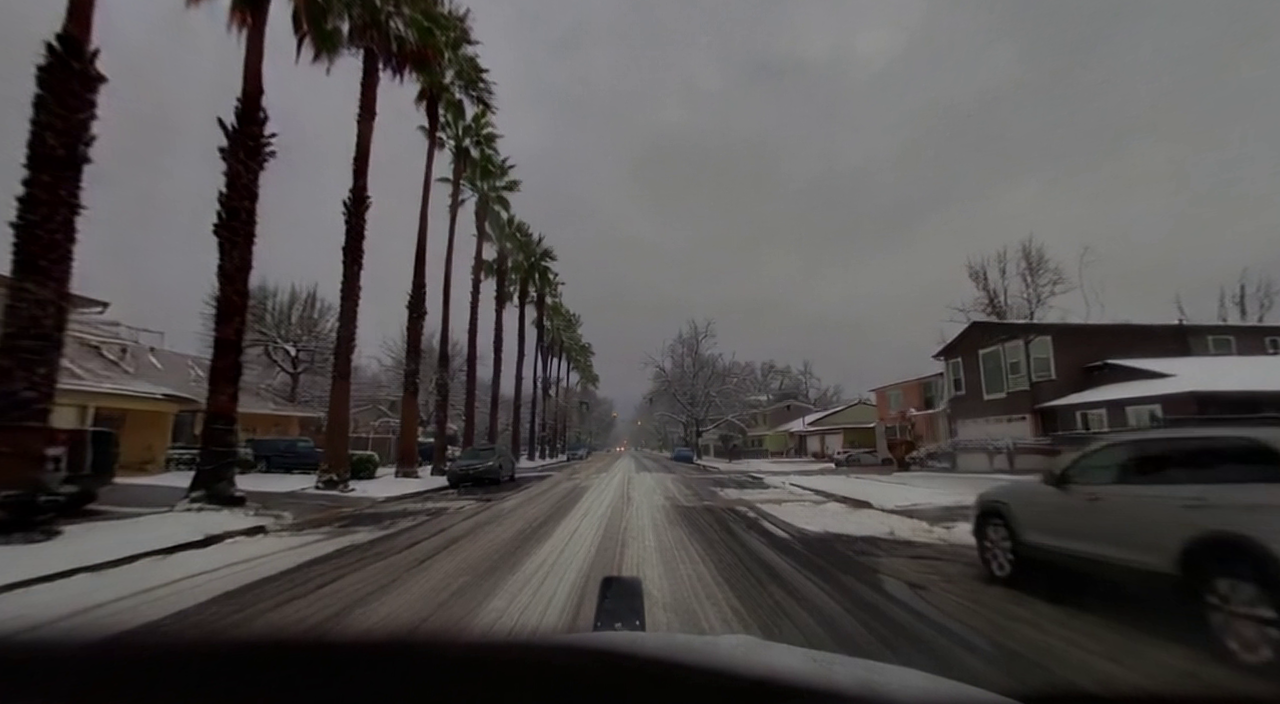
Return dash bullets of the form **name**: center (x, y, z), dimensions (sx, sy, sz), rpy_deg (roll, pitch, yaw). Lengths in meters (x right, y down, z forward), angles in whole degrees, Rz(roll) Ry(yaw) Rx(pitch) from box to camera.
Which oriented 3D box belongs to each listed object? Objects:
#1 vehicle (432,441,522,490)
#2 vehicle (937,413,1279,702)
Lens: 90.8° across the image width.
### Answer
- **vehicle**: center (-5.726, 4.006, 22.859), dimensions (2.079, 1.486, 4.877), rpy_deg (-2, -8, -2)
- **vehicle**: center (4.433, 1.325, 4.849), dimensions (1.991, 1.554, 4.501), rpy_deg (0, -8, -2)
